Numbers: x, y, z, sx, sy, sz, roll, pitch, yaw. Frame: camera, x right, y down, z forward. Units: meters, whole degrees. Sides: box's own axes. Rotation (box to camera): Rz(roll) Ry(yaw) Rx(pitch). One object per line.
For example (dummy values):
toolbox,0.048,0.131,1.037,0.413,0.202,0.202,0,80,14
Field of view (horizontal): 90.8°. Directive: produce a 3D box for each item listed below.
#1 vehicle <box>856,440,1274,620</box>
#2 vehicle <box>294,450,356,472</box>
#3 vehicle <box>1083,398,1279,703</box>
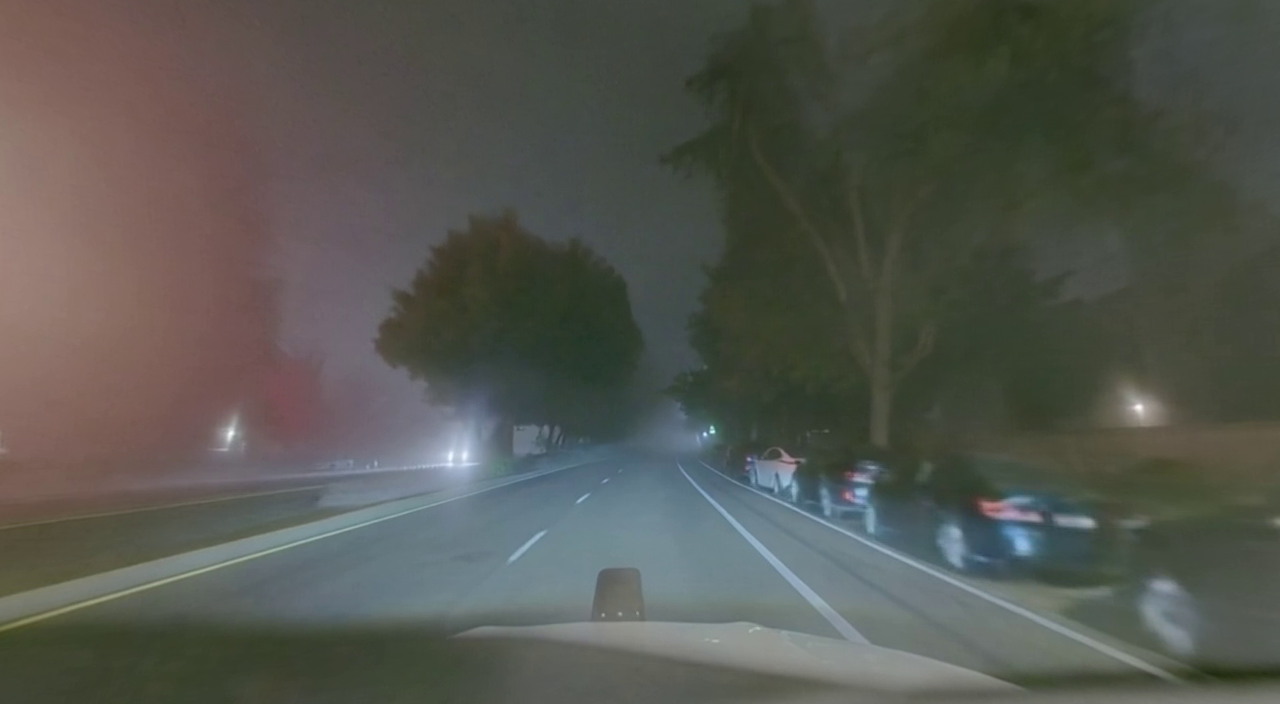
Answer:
vehicle,4.060,1.714,7.132,1.779,1.384,4.283,0,-9,1
vehicle,-22.428,7.768,45.211,1.931,1.500,4.688,-1,-9,2
vehicle,4.043,0.860,2.218,1.825,1.525,4.417,0,-9,1
